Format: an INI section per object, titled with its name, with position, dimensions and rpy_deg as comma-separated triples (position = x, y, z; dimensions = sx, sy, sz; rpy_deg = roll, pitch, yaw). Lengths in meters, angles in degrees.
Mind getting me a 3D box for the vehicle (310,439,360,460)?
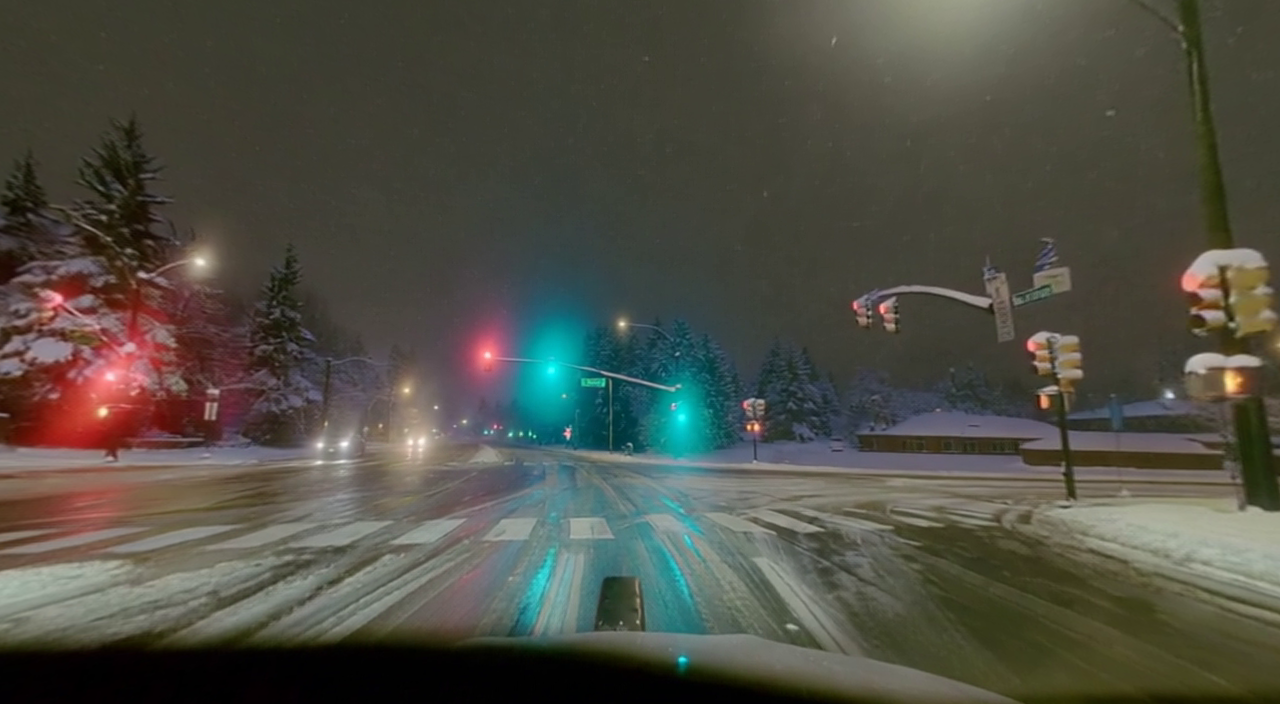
[vehicle]
position = -21.348, 6.853, 44.433
dimensions = 1.918, 1.432, 4.433
rpy_deg = 1, -9, -9
